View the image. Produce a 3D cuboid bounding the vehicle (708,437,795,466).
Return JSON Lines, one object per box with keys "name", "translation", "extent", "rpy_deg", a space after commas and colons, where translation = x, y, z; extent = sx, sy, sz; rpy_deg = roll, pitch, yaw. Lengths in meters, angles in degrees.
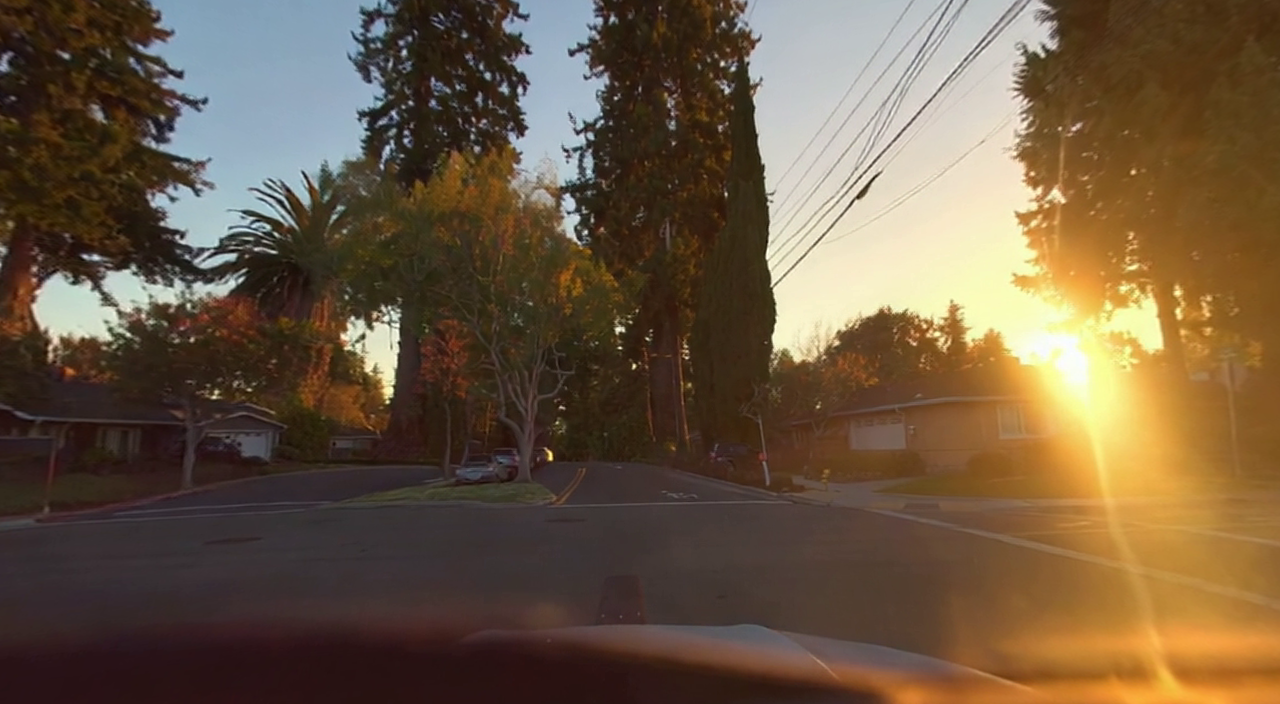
{"name": "vehicle", "translation": [6.683, 6.005, 38.286], "extent": [4.784, 1.647, 1.947], "rpy_deg": [1, -8, -6]}
